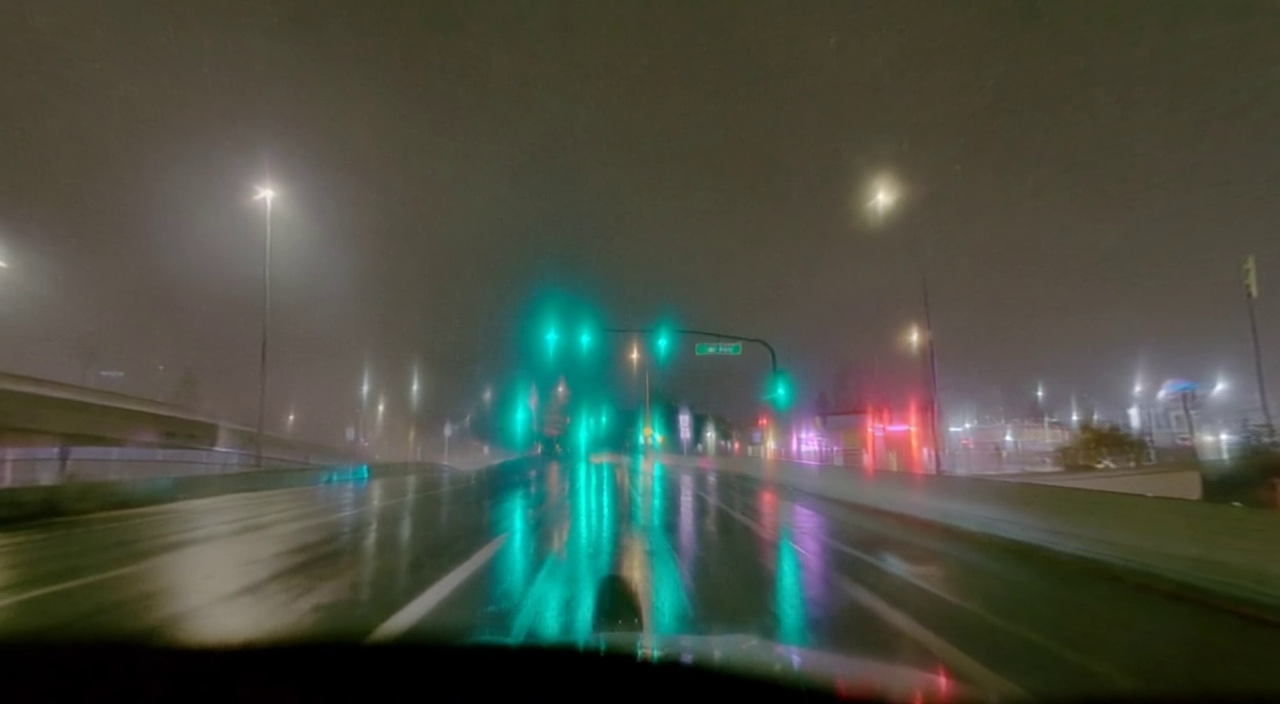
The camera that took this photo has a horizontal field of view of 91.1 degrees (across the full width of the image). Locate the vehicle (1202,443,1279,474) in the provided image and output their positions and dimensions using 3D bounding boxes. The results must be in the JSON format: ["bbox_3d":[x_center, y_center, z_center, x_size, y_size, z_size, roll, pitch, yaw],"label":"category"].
[{"bbox_3d":[29.944,5.074,29.960,4.203,1.391,1.775,-5,-9,27],"label":"vehicle"}]

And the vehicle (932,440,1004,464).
[{"bbox_3d":[21.693,6.609,41.648,1.717,1.486,3.824,4,-9,-32],"label":"vehicle"}]
